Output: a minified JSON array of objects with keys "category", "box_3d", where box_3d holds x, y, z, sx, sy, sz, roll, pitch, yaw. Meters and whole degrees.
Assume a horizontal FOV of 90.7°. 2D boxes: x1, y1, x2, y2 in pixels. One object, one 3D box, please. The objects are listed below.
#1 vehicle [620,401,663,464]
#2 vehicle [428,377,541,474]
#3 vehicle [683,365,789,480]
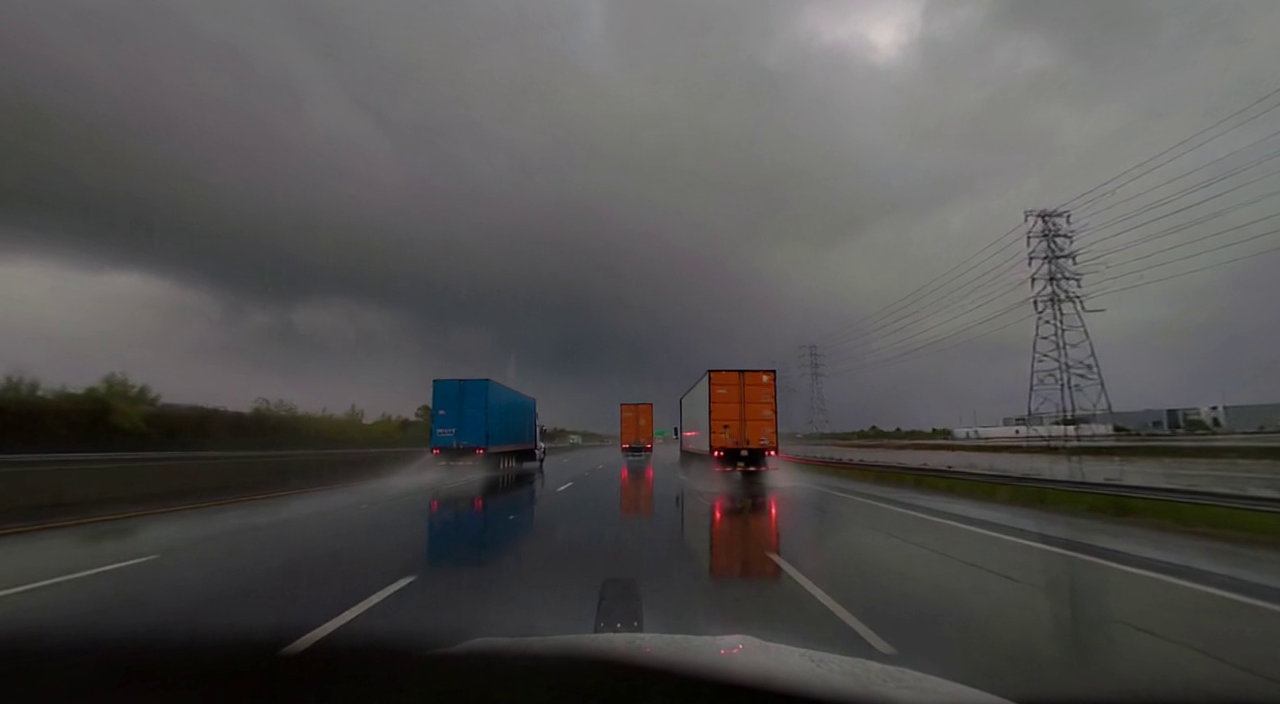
[{"category":"vehicle","box_3d":[0.227,6.385,49.268,2.891,4.252,12.228,-1,-9,1]},{"category":"vehicle","box_3d":[-7.285,3.865,31.742,2.937,3.981,11.119,0,-9,-1]},{"category":"vehicle","box_3d":[3.602,3.120,26.562,2.806,3.919,9.777,0,-9,-1]}]
